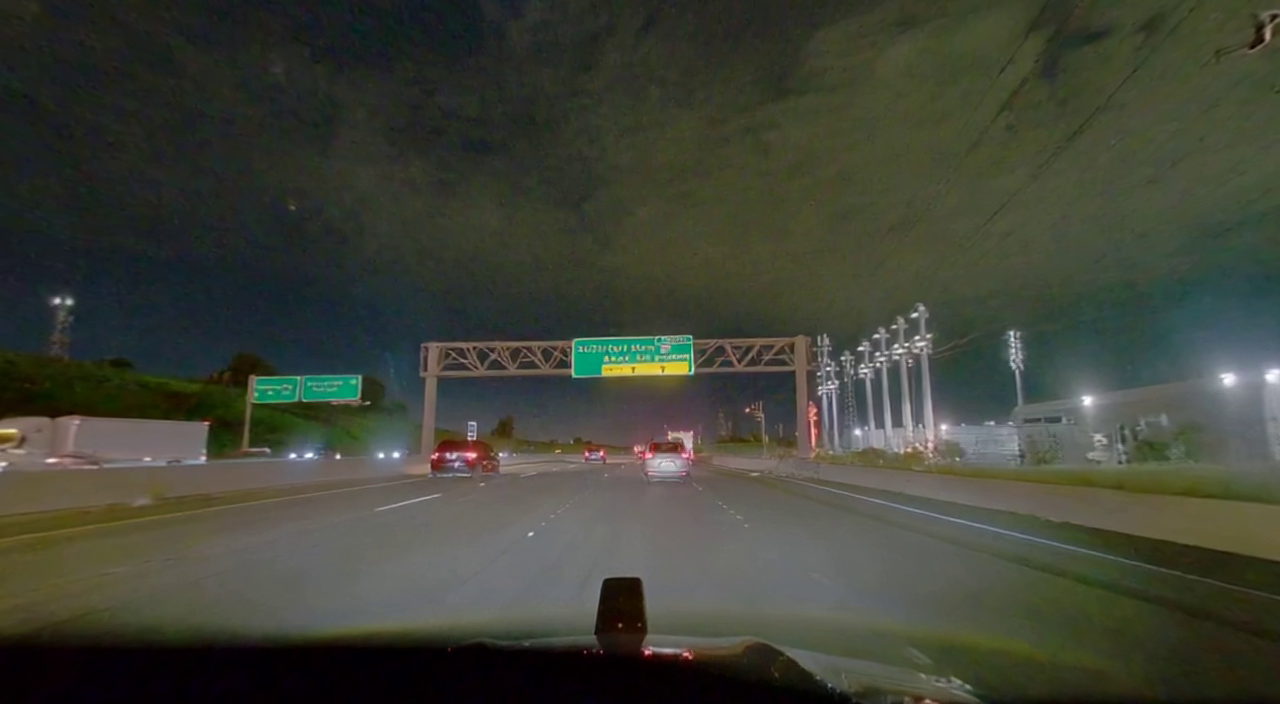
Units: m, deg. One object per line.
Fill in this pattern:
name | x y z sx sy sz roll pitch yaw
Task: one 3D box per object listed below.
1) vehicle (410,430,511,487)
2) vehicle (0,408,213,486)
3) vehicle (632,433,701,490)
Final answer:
vehicle | -6.294 3.795 22.798 2.220 1.841 4.516 0 -8 1
vehicle | -27.376 4.744 31.576 2.964 3.111 12.904 0 -8 0
vehicle | 0.828 3.702 21.623 2.134 1.733 4.049 0 -8 0
